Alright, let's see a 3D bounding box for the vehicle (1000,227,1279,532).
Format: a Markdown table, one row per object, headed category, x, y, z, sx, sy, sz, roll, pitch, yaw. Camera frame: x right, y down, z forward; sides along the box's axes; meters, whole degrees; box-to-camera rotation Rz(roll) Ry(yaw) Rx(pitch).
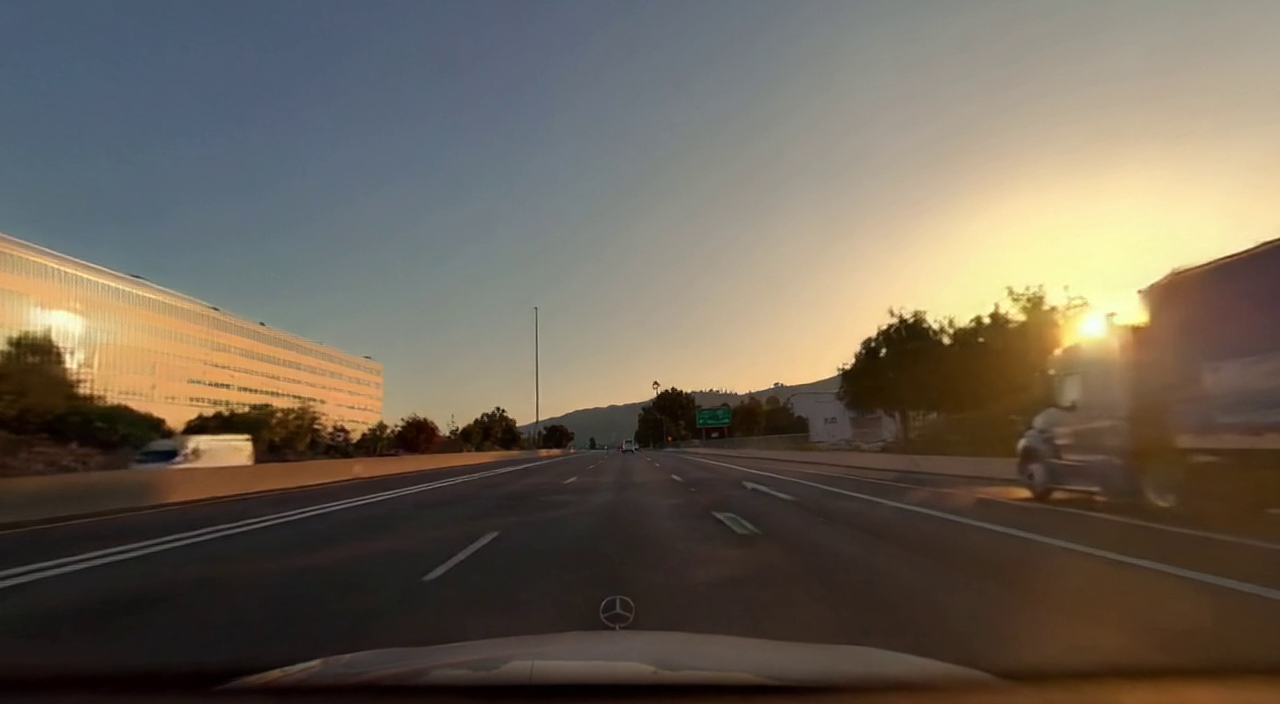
| category | x | y | z | sx | sy | sz | roll | pitch | yaw |
| --- | --- | --- | --- | --- | --- | --- | --- | --- | --- |
| vehicle | 10.116 | 0.247 | 7.486 | 3.469 | 3.986 | 17.065 | -1 | -8 | 6 |
